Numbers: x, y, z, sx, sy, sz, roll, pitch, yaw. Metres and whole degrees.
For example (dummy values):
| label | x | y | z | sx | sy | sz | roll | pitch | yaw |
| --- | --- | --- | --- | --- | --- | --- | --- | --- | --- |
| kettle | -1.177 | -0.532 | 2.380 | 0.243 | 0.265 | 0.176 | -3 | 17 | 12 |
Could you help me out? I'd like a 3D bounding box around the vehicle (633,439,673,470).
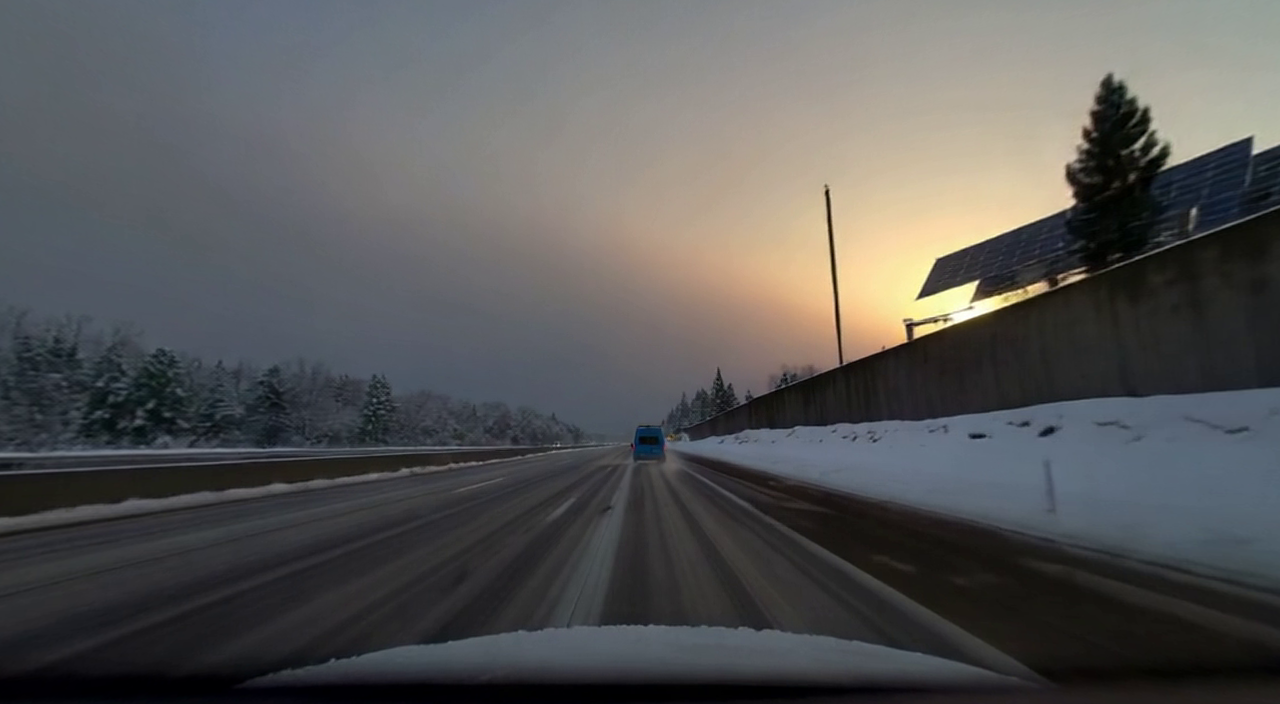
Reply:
| label | x | y | z | sx | sy | sz | roll | pitch | yaw |
| --- | --- | --- | --- | --- | --- | --- | --- | --- | --- |
| vehicle | 0.622 | 5.332 | 32.943 | 1.997 | 1.484 | 3.409 | 0 | -8 | 0 |
